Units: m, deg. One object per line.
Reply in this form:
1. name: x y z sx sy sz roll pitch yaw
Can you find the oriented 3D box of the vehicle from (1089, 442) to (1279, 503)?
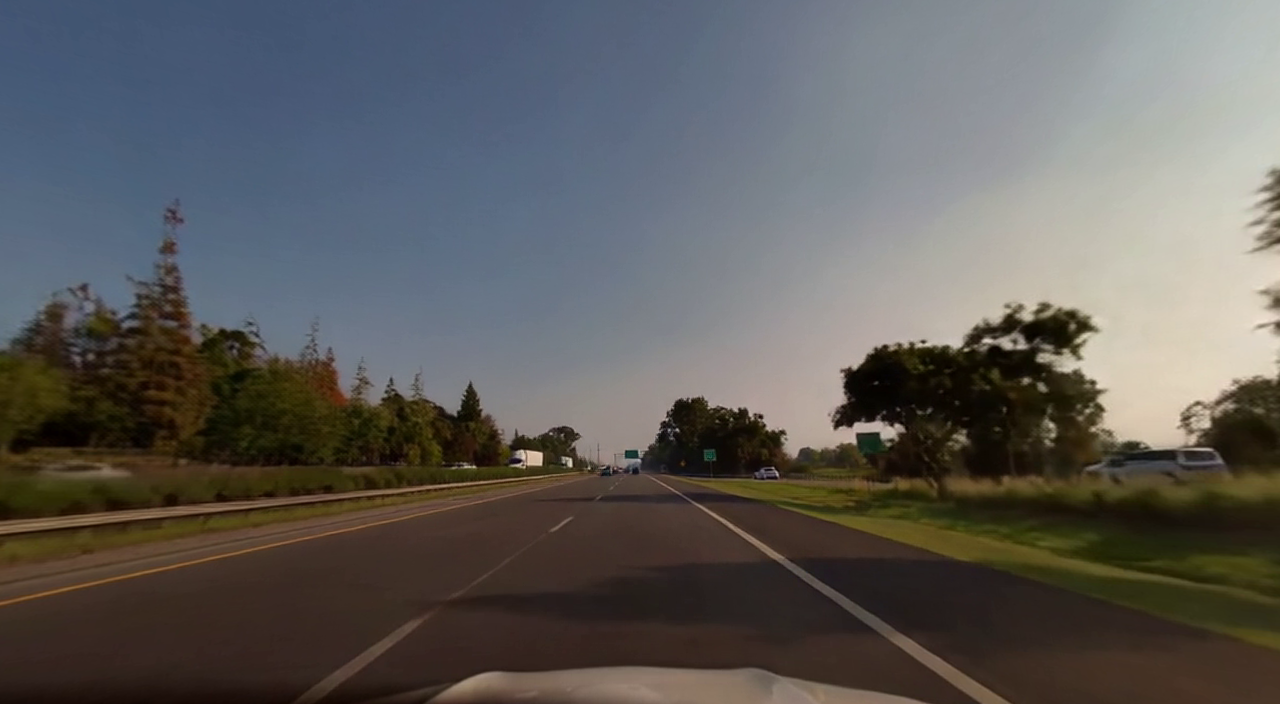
1. vehicle: 15.685 3.524 18.461 1.973 1.540 3.978 1 -11 -3
